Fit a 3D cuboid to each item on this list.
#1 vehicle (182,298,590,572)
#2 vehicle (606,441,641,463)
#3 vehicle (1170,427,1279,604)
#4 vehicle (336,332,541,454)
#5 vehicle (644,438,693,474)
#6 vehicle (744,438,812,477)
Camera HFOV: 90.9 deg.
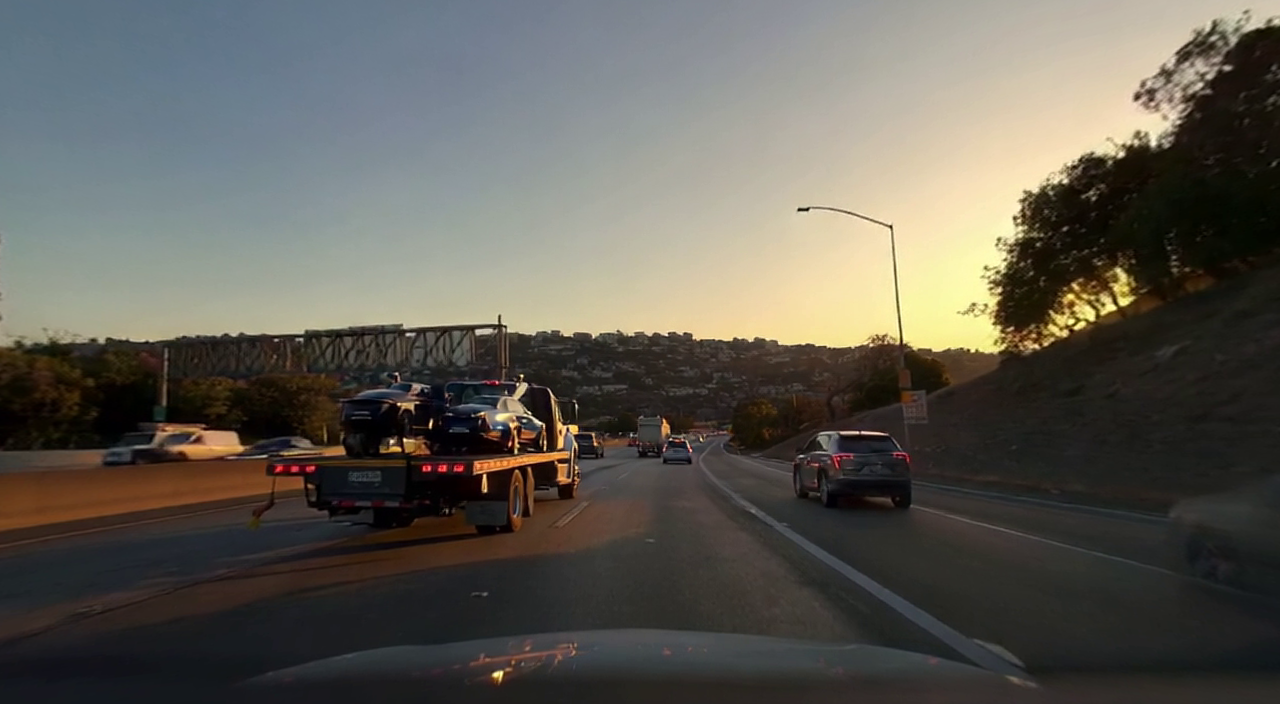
[{"bbox_3d":[-3.133,1.608,11.993,3.162,2.955,10.282,0,-8,2],"label":"vehicle"},{"bbox_3d":[-1.065,6.824,43.139,2.016,1.450,4.310,-1,-8,4],"label":"vehicle"},{"bbox_3d":[6.501,1.218,4.212,2.040,1.481,4.260,1,-8,-4],"label":"vehicle"},{"bbox_3d":[-3.128,0.902,11.015,1.893,1.674,4.766,0,-8,1],"label":"vehicle"},{"bbox_3d":[1.277,4.650,28.381,2.079,1.499,3.915,0,-8,3],"label":"vehicle"},{"bbox_3d":[6.236,4.799,29.051,2.075,1.614,4.682,0,-8,0],"label":"vehicle"}]
